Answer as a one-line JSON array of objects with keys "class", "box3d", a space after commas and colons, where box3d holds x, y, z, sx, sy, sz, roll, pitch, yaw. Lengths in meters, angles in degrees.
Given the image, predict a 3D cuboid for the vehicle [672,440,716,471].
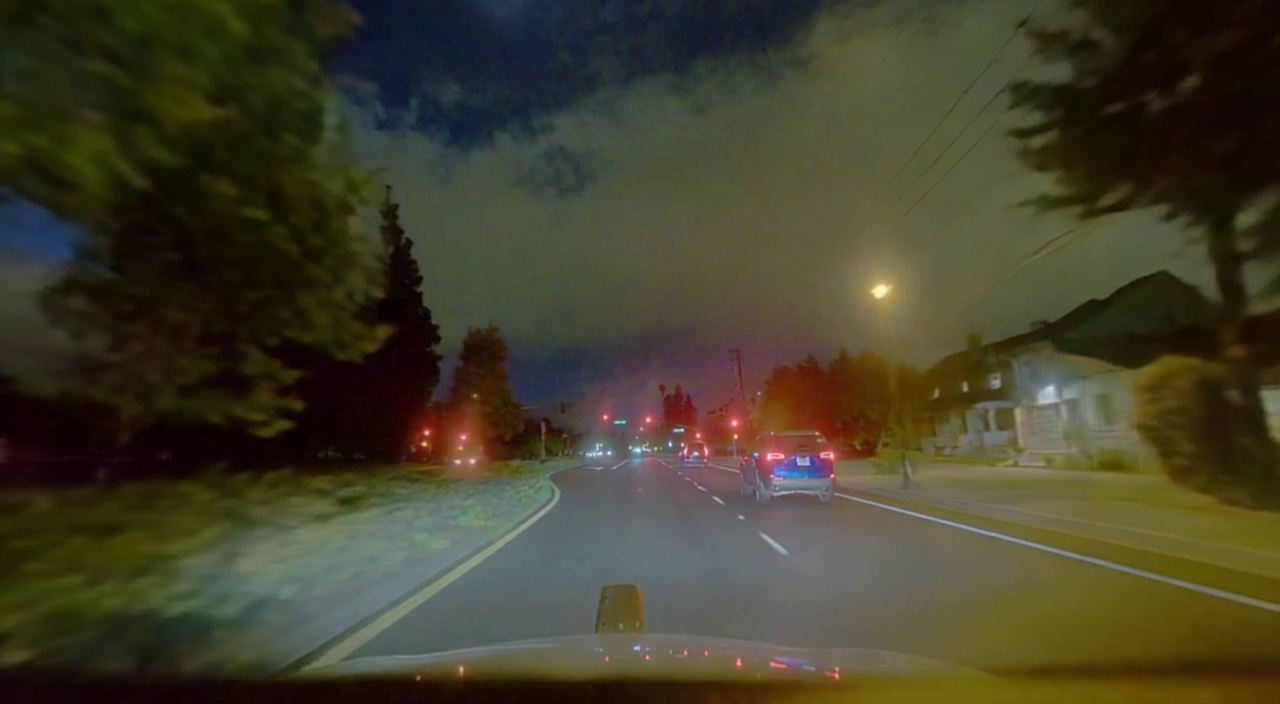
[{"class": "vehicle", "box3d": [3.392, 6.607, 40.568, 2.229, 1.795, 4.927, 0, -9, -2]}]
